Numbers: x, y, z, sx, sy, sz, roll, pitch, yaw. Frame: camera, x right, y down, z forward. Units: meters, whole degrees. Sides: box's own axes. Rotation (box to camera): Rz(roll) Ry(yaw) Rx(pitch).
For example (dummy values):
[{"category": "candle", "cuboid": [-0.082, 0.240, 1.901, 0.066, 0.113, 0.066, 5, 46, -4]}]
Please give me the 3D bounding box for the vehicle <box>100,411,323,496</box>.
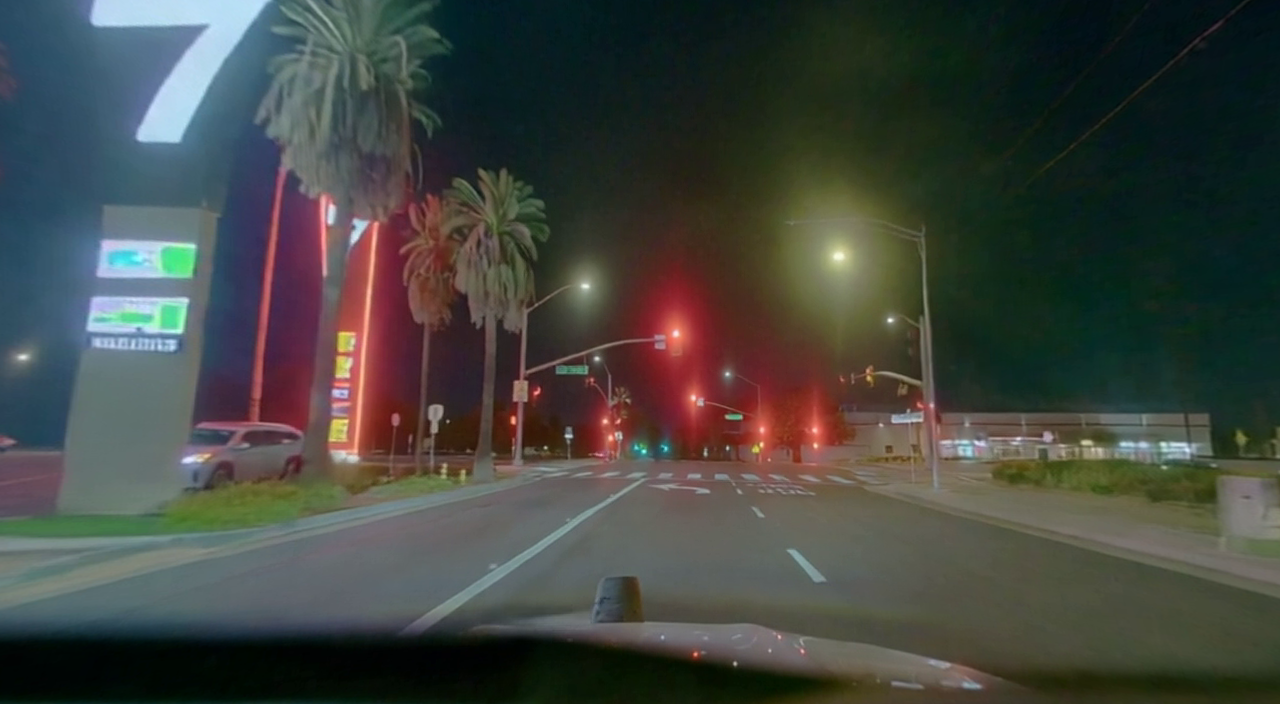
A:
[{"category": "vehicle", "cuboid": [-10.441, 2.541, 15.995, 2.109, 1.816, 4.670, -1, -8, 4]}]
